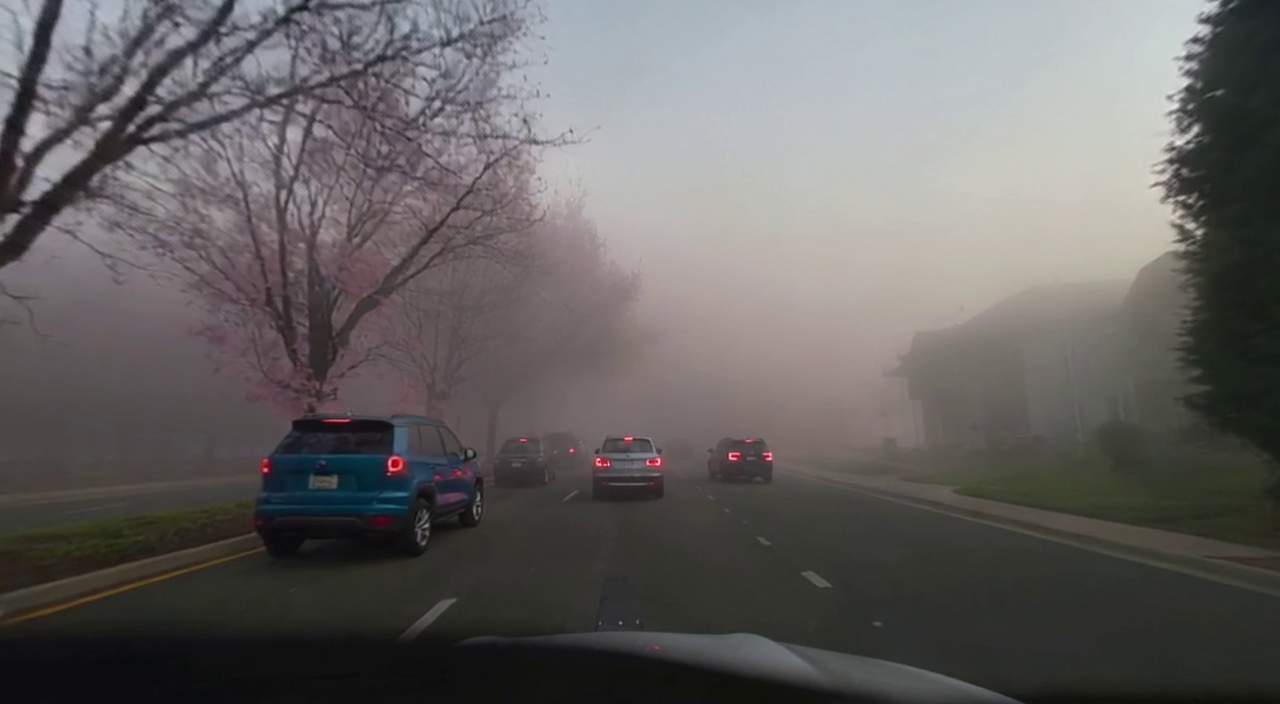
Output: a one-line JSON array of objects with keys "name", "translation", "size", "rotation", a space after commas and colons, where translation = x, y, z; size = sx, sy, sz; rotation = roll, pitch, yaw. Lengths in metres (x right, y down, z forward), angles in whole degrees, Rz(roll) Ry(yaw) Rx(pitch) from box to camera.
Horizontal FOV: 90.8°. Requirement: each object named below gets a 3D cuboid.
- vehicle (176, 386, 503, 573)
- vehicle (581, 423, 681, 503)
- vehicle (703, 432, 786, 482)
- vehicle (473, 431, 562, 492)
[{"name": "vehicle", "translation": [-3.655, 1.678, 9.054], "size": [2.304, 1.928, 4.833], "rotation": [0, -8, 0]}, {"name": "vehicle", "translation": [-0.221, 2.664, 15.529], "size": [2.112, 1.693, 4.058], "rotation": [0, -8, -1]}, {"name": "vehicle", "translation": [3.762, 3.889, 23.653], "size": [2.188, 1.685, 4.604], "rotation": [0, -8, -2]}, {"name": "vehicle", "translation": [-3.693, 3.388, 19.904], "size": [1.948, 1.668, 4.279], "rotation": [0, -8, 0]}]
